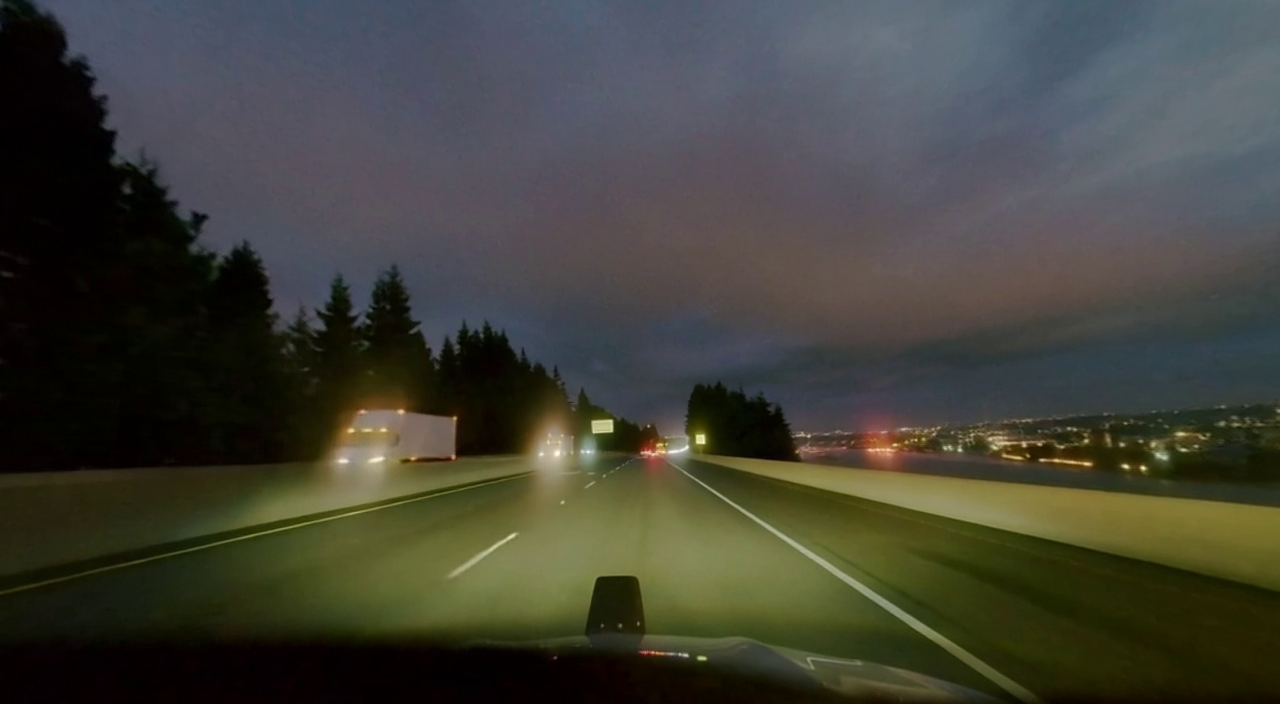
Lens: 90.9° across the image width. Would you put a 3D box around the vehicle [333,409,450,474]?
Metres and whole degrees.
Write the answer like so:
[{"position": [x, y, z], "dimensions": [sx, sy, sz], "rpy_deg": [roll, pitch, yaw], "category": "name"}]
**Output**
[{"position": [-16.465, 6.175, 43.173], "dimensions": [2.895, 3.804, 11.880], "rpy_deg": [0, -9, 1], "category": "vehicle"}]
